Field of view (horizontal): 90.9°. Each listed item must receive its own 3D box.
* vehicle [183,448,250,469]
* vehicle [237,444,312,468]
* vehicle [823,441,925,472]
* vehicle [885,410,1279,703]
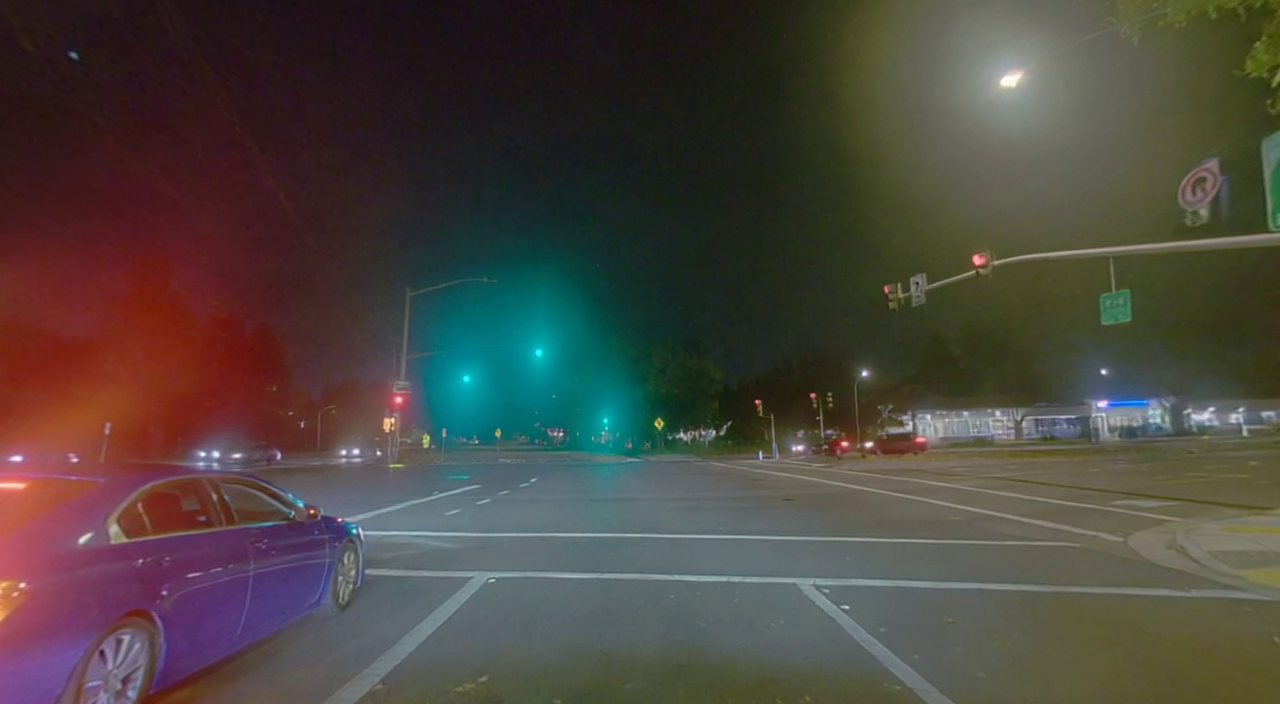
[{"bbox_3d":[-30.875,7.738,46.124,2.105,1.426,4.202,0,-8,-2],"label":"vehicle"},{"bbox_3d":[-23.680,6.746,41.053,2.201,1.483,4.656,0,-8,-1],"label":"vehicle"},{"bbox_3d":[11.865,5.261,31.996,4.703,1.492,1.930,3,-9,-22],"label":"vehicle"},{"bbox_3d":[3.959,1.298,4.884,1.940,1.487,4.562,1,-8,-5],"label":"vehicle"}]
